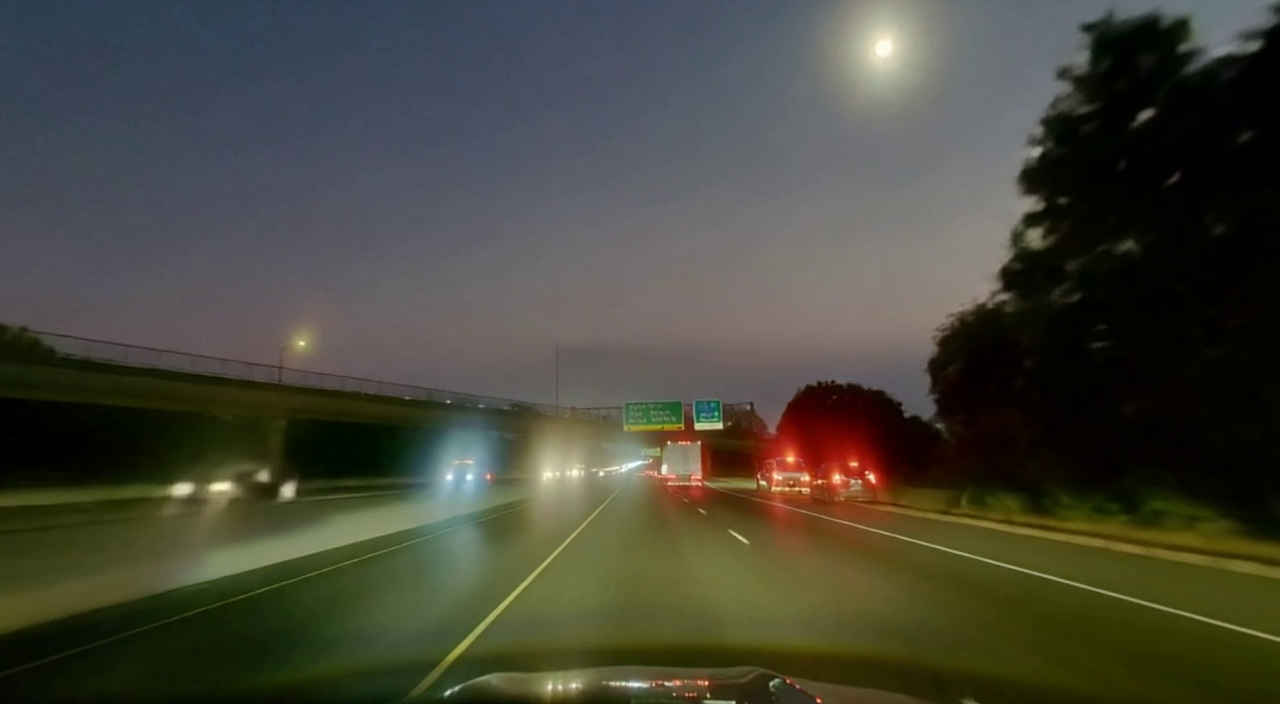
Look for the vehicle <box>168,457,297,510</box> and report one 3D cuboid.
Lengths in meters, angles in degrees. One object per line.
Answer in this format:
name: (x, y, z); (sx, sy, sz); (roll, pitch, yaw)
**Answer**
vehicle: (-16.895, 5.462, 26.509); (2.129, 1.947, 4.811); (1, -10, 0)
